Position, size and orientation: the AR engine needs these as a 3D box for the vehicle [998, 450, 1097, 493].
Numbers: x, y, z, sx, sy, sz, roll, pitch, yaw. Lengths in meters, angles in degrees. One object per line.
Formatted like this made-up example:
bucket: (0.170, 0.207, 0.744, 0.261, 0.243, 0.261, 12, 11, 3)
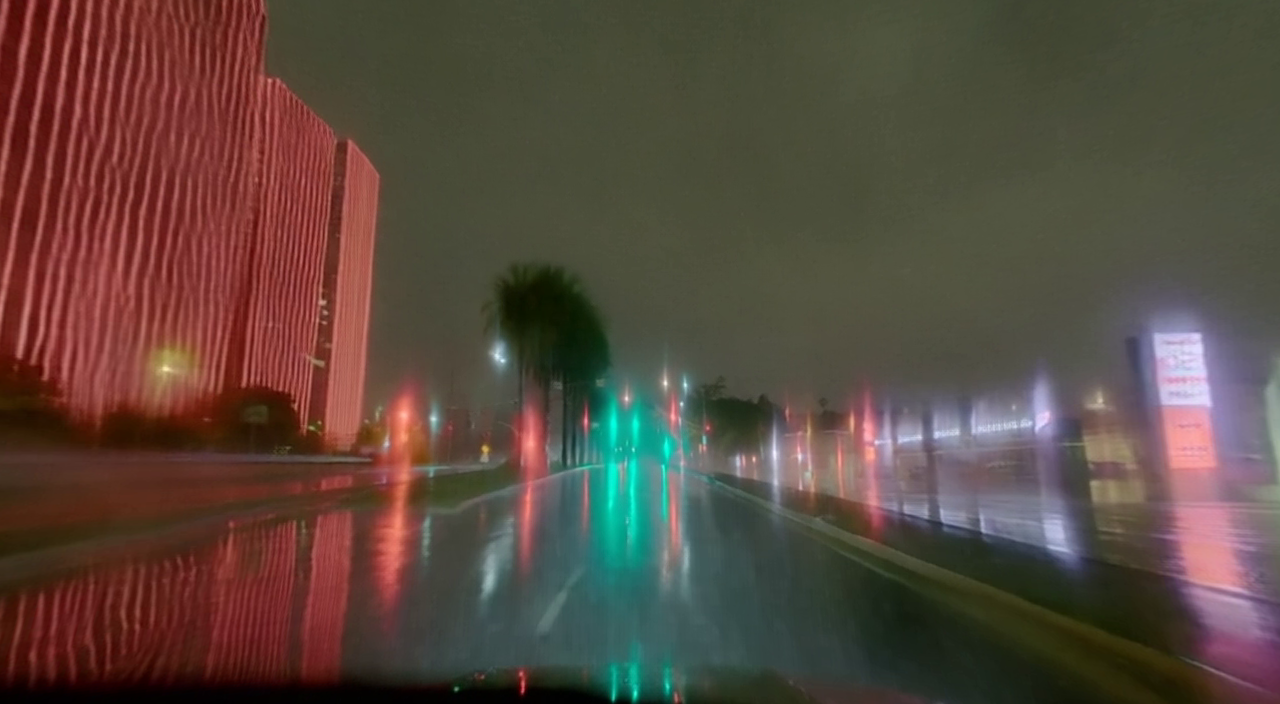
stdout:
vehicle: (28.290, 8.465, 44.088, 2.599, 2.380, 6.013, 2, -16, -3)
